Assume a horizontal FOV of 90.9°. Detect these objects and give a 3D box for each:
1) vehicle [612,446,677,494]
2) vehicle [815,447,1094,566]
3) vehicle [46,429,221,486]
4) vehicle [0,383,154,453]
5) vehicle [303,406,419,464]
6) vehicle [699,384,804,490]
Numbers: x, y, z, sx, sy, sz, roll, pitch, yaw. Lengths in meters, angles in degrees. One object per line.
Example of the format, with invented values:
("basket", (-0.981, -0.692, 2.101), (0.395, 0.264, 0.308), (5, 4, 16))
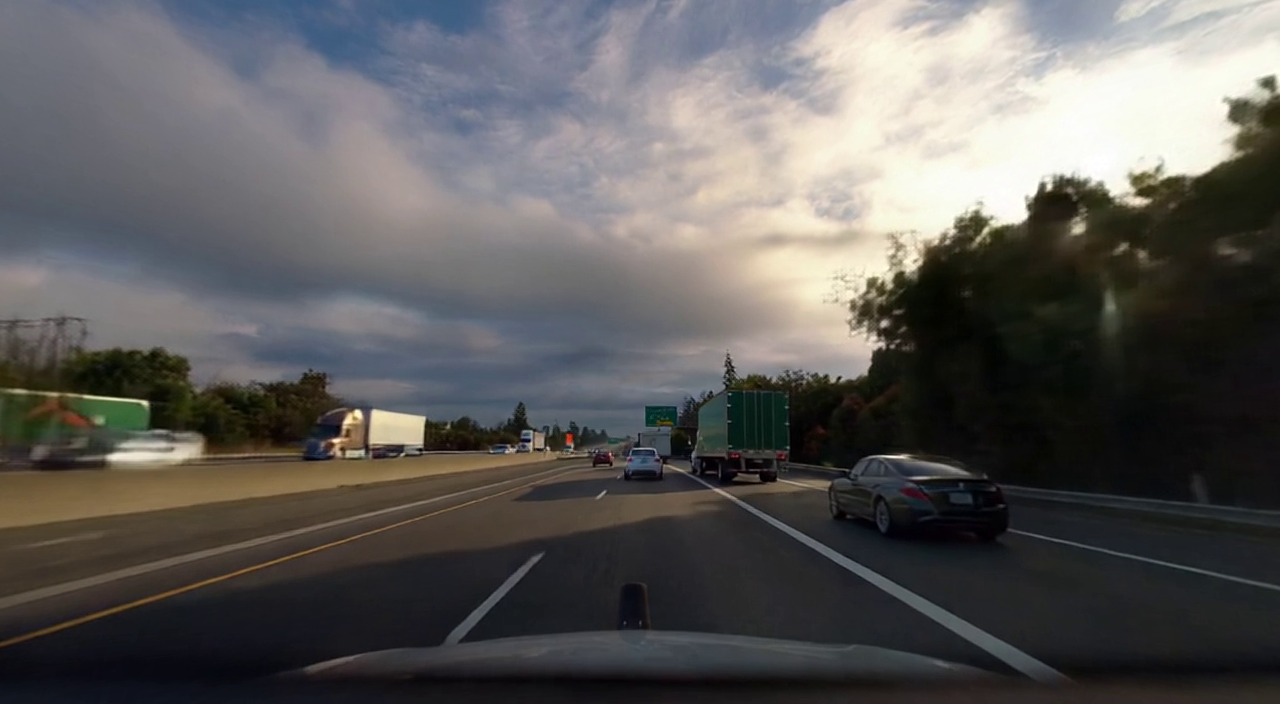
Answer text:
("vehicle", (0.149, 4.143, 22.371), (2.089, 1.516, 4.191), (0, -9, 0))
("vehicle", (4.323, 2.177, 9.673), (2.037, 1.377, 4.407), (0, -9, 0))
("vehicle", (-15.519, 3.279, 19.672), (1.837, 1.566, 4.209), (0, -9, 2))
("vehicle", (-19.977, 2.393, 21.572), (2.268, 2.025, 5.234), (0, -10, 2))
("vehicle", (-19.408, 6.092, 45.014), (2.806, 3.616, 11.656), (0, -9, 1))
("vehicle", (4.876, 4.310, 30.994), (2.877, 4.035, 13.897), (0, -9, 1))
